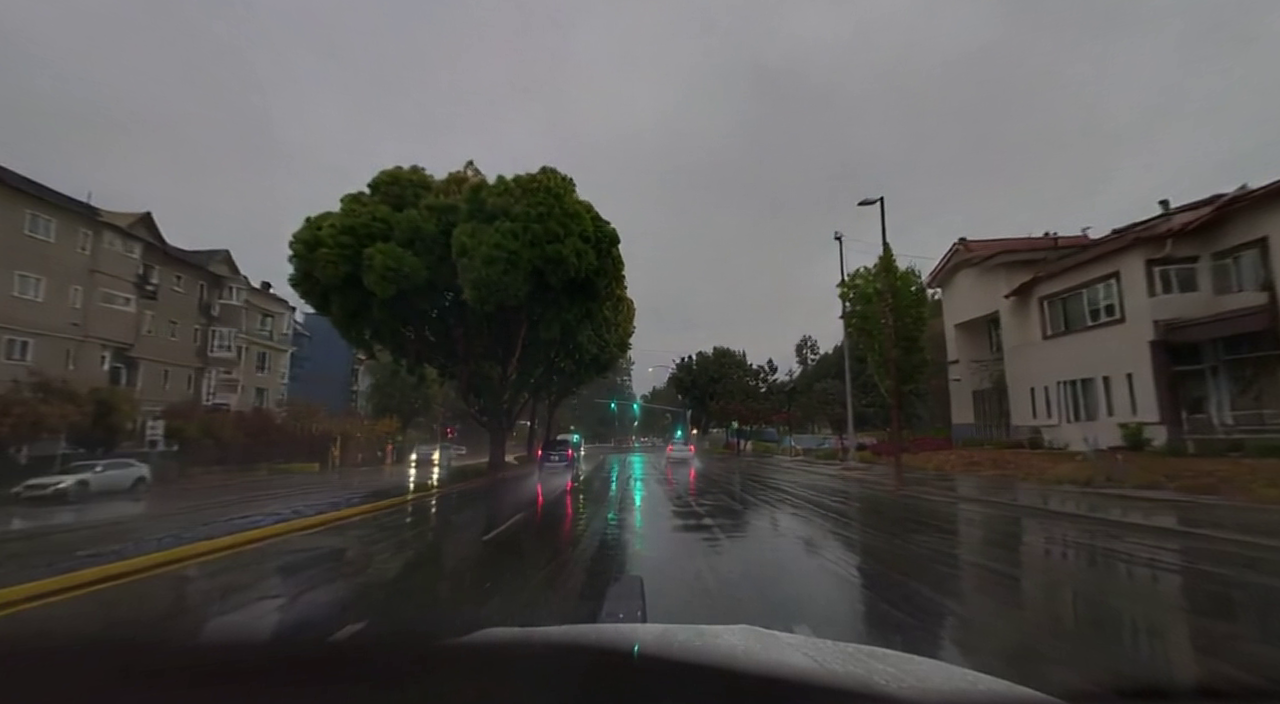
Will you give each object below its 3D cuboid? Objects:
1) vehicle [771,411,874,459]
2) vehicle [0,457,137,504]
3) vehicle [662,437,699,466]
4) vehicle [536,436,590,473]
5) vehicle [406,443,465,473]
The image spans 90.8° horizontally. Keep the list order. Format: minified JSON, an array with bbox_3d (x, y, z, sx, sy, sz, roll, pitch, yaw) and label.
[{"bbox_3d":[14.203,6.523,49.551,7.138,3.555,2.719,1,-9,-3],"label":"vehicle"},{"bbox_3d":[-22.688,5.024,25.026,1.918,1.586,4.366,0,-8,0],"label":"vehicle"},{"bbox_3d":[2.496,6.274,40.002,2.018,1.719,4.369,0,-8,-1],"label":"vehicle"},{"bbox_3d":[-3.702,5.017,31.026,2.083,1.685,4.069,0,-8,1],"label":"vehicle"},{"bbox_3d":[-12.128,6.276,37.731,2.064,1.657,4.305,0,-8,0],"label":"vehicle"}]
